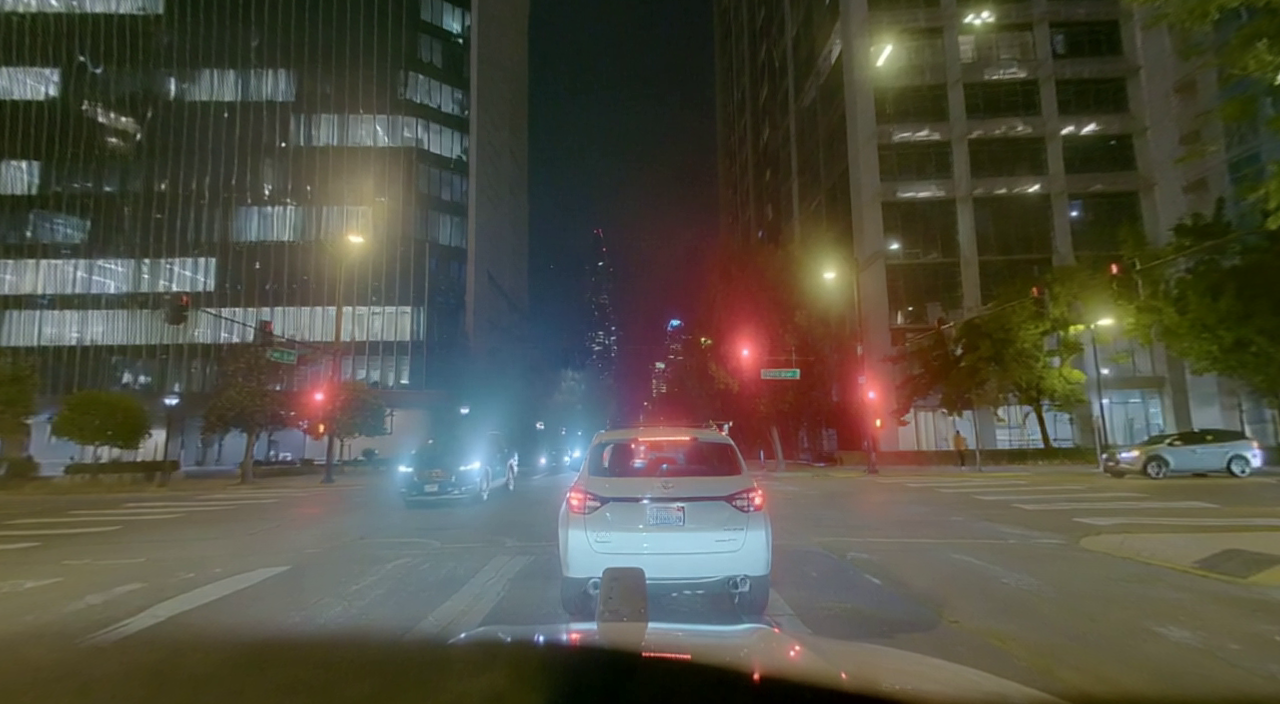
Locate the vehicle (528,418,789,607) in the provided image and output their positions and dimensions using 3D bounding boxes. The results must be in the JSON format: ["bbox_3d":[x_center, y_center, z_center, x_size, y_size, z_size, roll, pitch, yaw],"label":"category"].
[{"bbox_3d":[-0.139,1.653,7.492,1.893,1.532,4.145,2,-9,-16],"label":"vehicle"}]

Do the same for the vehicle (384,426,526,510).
[{"bbox_3d":[-4.329,2.791,15.659,2.006,1.756,4.599,0,-8,1],"label":"vehicle"}]

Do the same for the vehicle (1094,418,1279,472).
[{"bbox_3d":[19.135,3.266,22.220,4.675,1.772,1.945,0,-8,0],"label":"vehicle"}]
